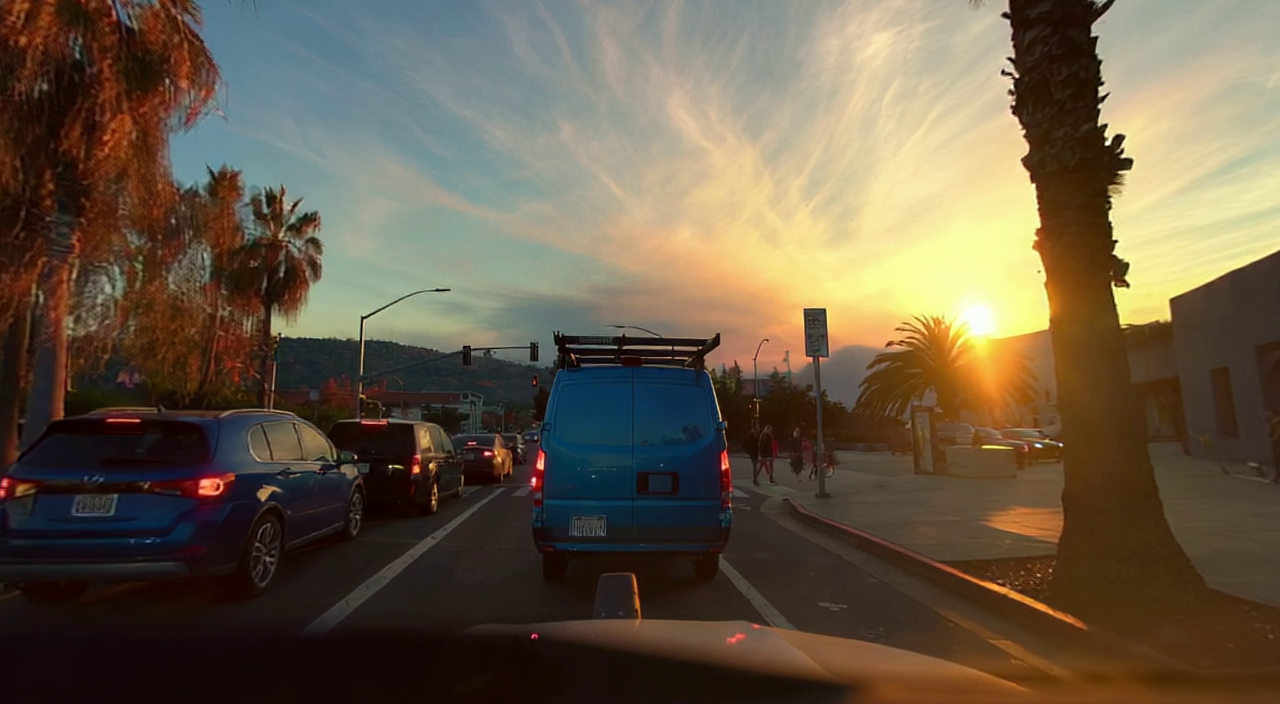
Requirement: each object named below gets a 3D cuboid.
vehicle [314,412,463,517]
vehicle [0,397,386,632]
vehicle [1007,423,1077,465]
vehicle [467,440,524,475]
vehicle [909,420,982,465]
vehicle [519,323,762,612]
[{"bbox_3d":[-5.215,2.392,13.896,2.089,1.854,5.022,2,-9,-11],"label":"vehicle"},{"bbox_3d":[-4.382,1.470,6.678,1.986,1.643,4.315,1,-9,-6],"label":"vehicle"},{"bbox_3d":[15.799,3.612,24.726,2.048,1.475,3.972,-6,-10,34],"label":"vehicle"},{"bbox_3d":[-6.827,4.891,29.587,1.818,1.479,4.428,4,-9,-22],"label":"vehicle"},{"bbox_3d":[12.654,3.754,26.045,2.046,1.675,3.924,-6,-10,33],"label":"vehicle"},{"bbox_3d":[-0.204,1.206,7.176,1.902,2.238,4.263,1,-9,-6],"label":"vehicle"}]
